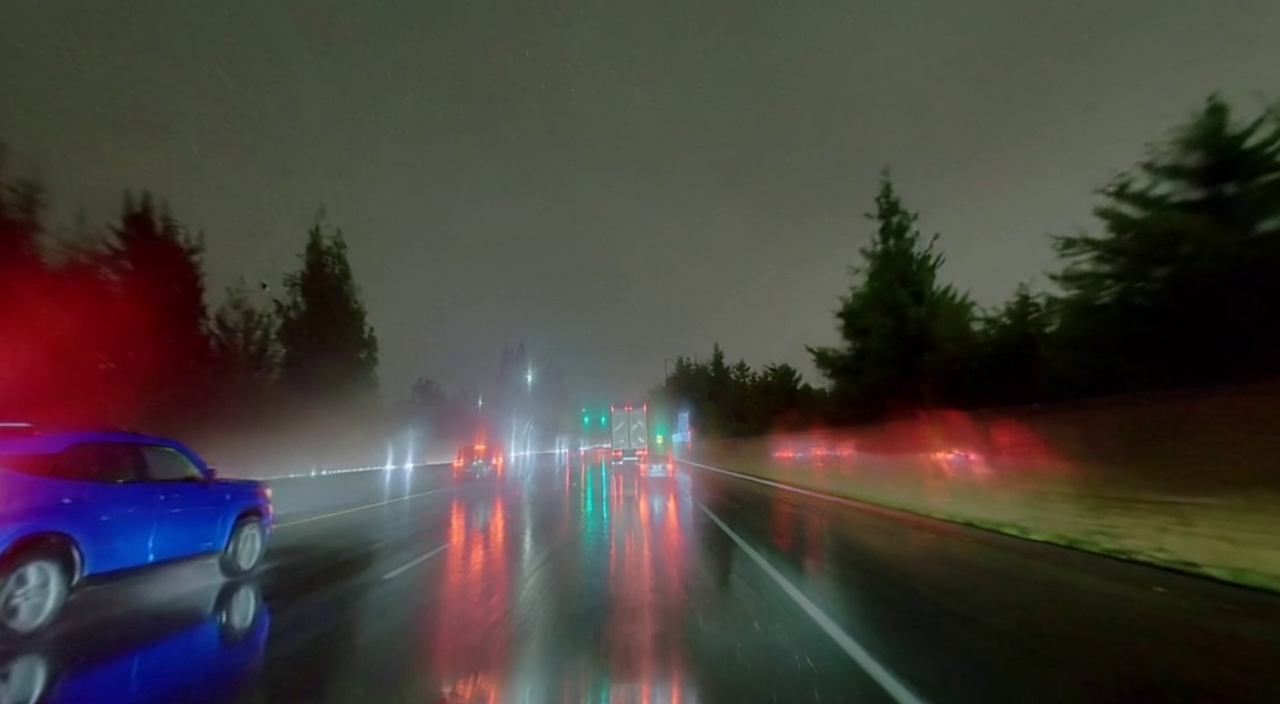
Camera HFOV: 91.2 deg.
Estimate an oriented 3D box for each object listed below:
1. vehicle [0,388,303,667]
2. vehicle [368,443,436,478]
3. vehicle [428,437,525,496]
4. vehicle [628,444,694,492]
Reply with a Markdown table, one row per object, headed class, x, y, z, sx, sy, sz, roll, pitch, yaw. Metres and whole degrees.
| class | x | y | z | sx | sy | sz | roll | pitch | yaw |
| --- | --- | --- | --- | --- | --- | --- | --- | --- | --- |
| vehicle | -4.951 | 1.276 | 5.120 | 2.100 | 1.671 | 4.105 | 0 | -9 | -1 |
| vehicle | -14.031 | 6.406 | 37.262 | 2.108 | 1.901 | 4.970 | 0 | -9 | -1 |
| vehicle | -5.088 | 3.621 | 20.105 | 2.035 | 1.664 | 4.064 | 0 | -9 | 0 |
| vehicle | 0.608 | 3.927 | 21.554 | 2.026 | 1.489 | 4.045 | 0 | -9 | -2 |
